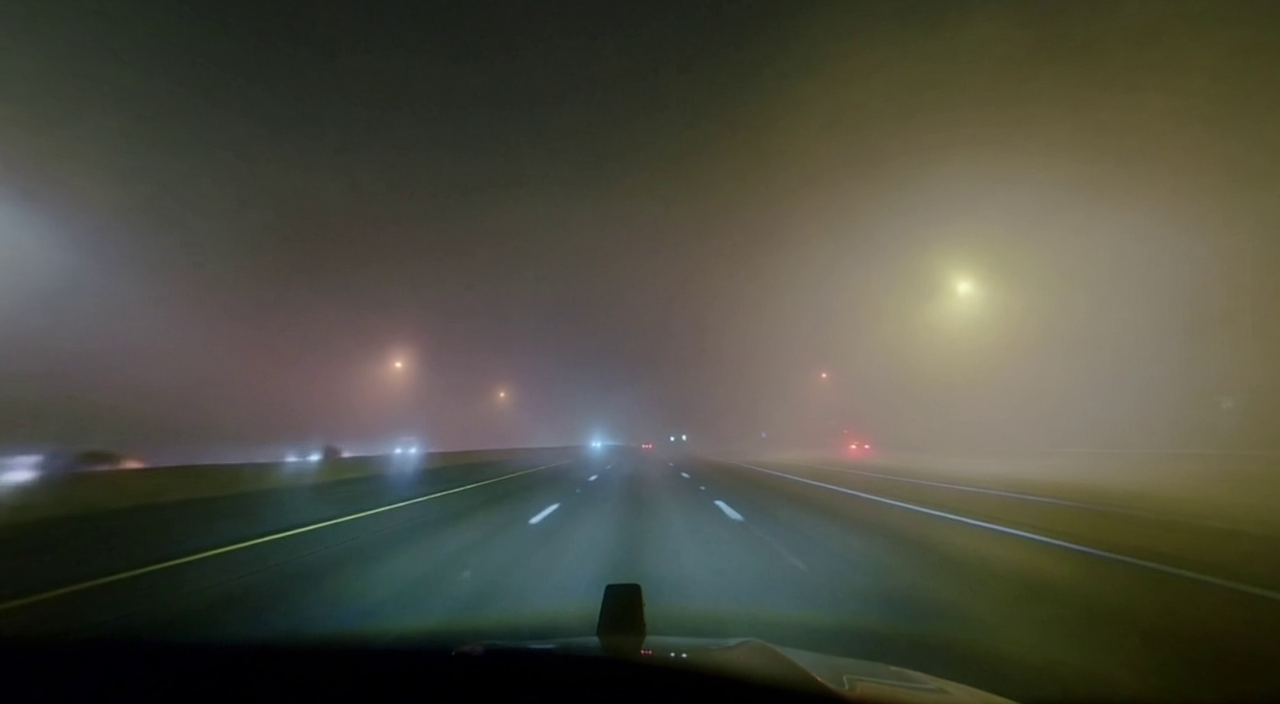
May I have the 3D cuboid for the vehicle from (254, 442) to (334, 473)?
[{"bbox_3d":[-19.635,5.983,36.018,1.936,1.604,4.556,0,-8,0],"label":"vehicle"}]
